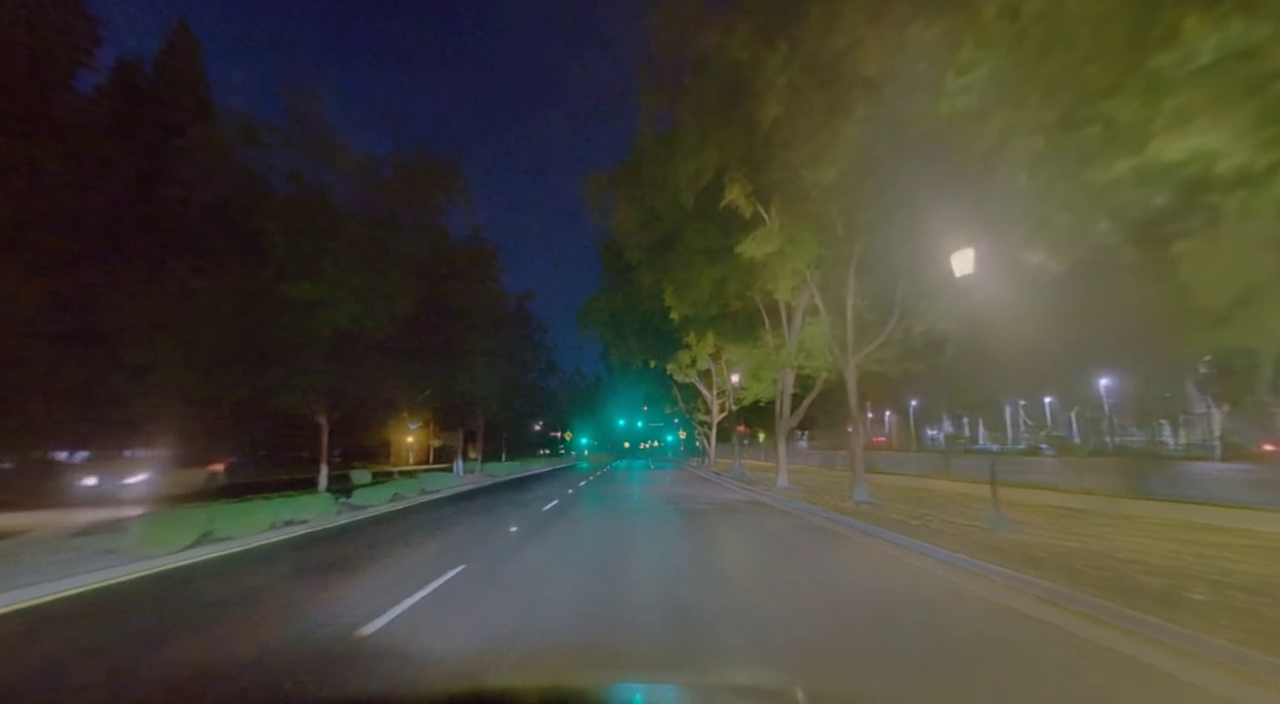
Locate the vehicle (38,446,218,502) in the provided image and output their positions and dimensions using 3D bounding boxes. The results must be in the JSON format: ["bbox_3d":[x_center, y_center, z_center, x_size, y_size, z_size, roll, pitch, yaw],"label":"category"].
[{"bbox_3d":[-15.627,3.693,19.608,1.862,1.507,4.424,0,-8,0],"label":"vehicle"}]
